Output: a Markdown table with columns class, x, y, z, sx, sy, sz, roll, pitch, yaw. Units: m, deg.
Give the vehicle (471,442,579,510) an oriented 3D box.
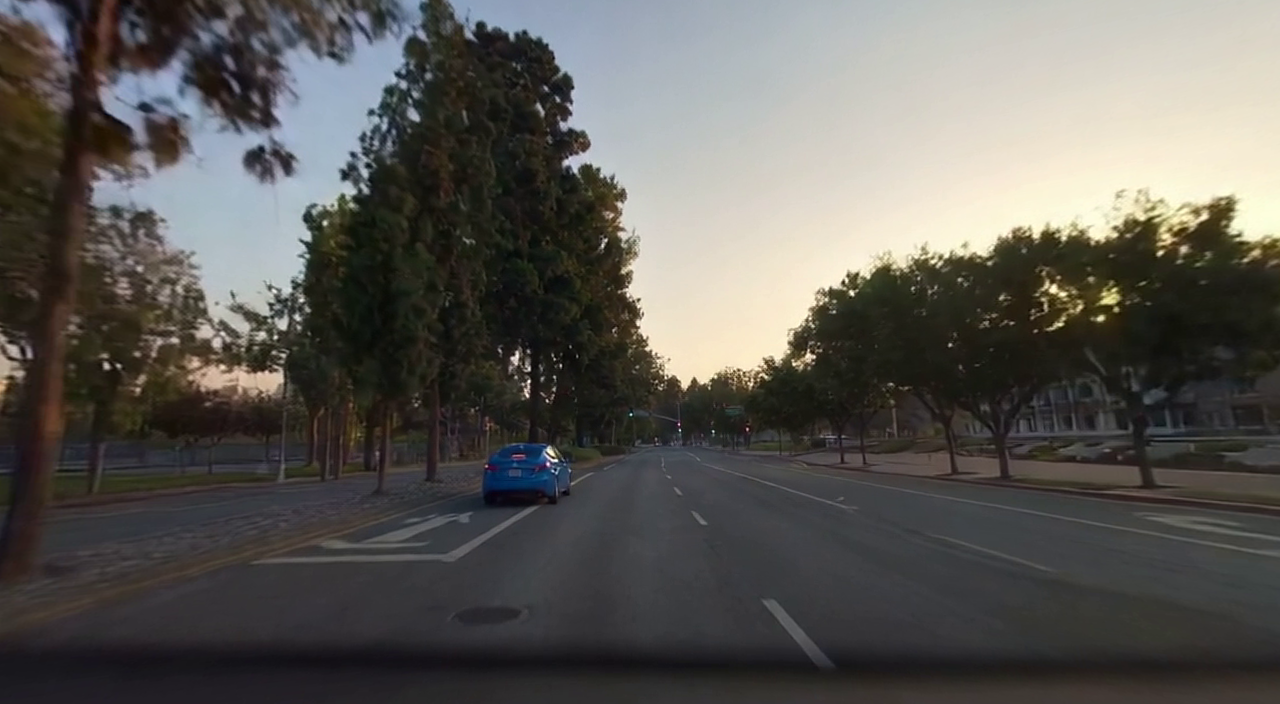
| class | x | y | z | sx | sy | sz | roll | pitch | yaw |
| --- | --- | --- | --- | --- | --- | --- | --- | --- | --- |
| vehicle | -2.811 | 3.134 | 16.546 | 2.042 | 1.479 | 4.601 | 0 | -9 | -1 |
